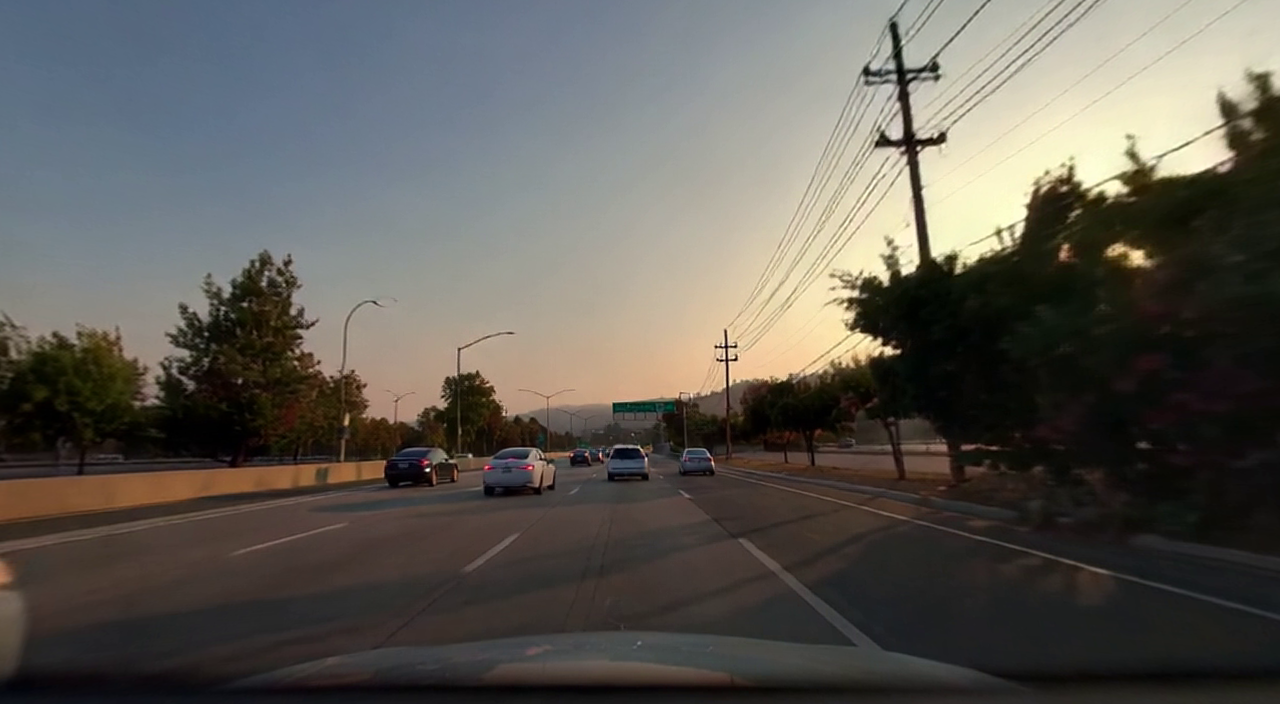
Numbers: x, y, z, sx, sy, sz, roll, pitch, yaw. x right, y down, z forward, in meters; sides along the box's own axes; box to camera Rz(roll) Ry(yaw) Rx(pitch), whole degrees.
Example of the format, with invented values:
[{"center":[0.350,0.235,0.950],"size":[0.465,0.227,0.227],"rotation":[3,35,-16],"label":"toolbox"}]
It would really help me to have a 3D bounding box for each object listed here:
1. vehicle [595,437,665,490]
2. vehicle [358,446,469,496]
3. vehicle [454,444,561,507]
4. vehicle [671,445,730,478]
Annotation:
[{"center":[-0.390,3.965,22.799],"size":[2.284,1.699,4.168],"rotation":[0,-9,-2],"label":"vehicle"},{"center":[-7.322,3.863,20.974],"size":[1.959,1.435,4.719],"rotation":[0,-9,0],"label":"vehicle"},{"center":[-3.387,3.233,17.072],"size":[1.958,1.447,4.454],"rotation":[0,-9,0],"label":"vehicle"},{"center":[2.803,5.230,30.448],"size":[2.197,1.464,4.356],"rotation":[0,-9,-3],"label":"vehicle"}]
